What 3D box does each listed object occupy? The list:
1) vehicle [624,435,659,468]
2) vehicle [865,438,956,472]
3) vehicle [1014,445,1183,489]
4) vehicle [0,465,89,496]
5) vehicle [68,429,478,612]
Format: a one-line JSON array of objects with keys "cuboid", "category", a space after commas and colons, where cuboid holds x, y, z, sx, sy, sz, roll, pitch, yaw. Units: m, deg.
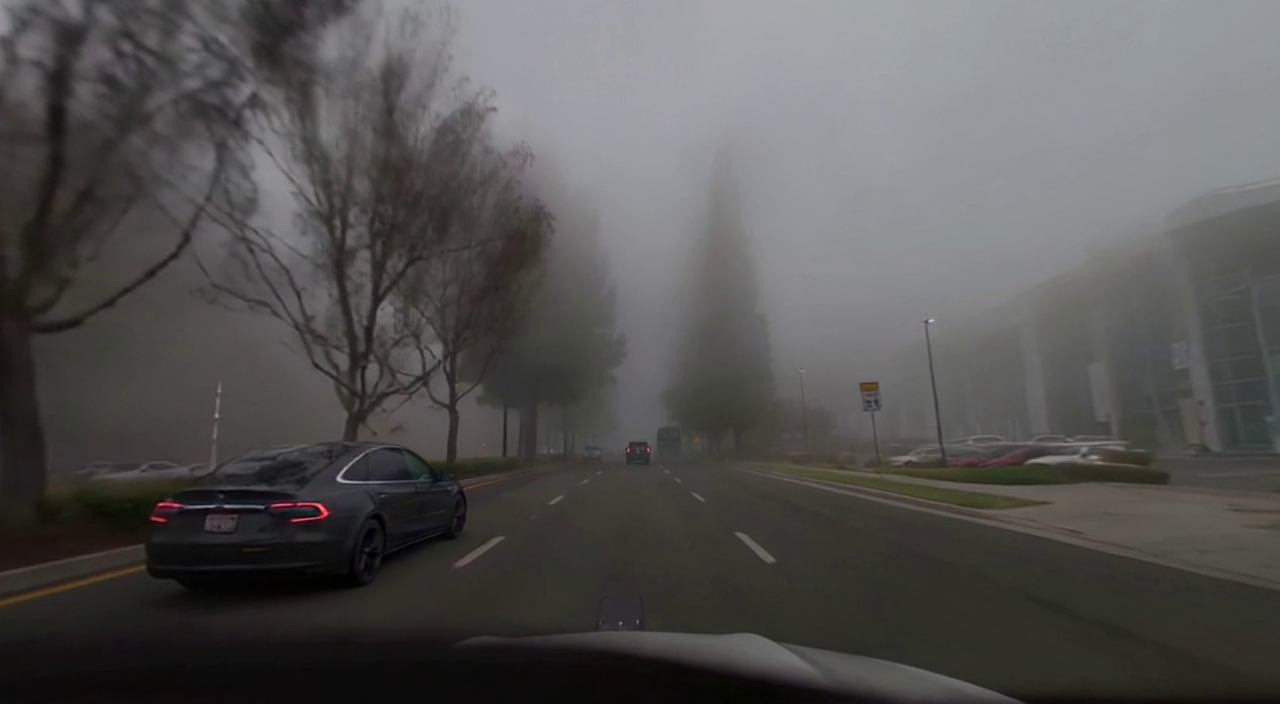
[{"cuboid": [0.050, 6.983, 44.373, 2.336, 2.122, 5.207, 0, -9, -1], "category": "vehicle"}, {"cuboid": [16.818, 6.420, 39.433, 4.520, 1.834, 2.167, -3, -10, -1], "category": "vehicle"}, {"cuboid": [16.642, 4.183, 23.111, 4.682, 1.507, 1.878, 0, -9, 0], "category": "vehicle"}, {"cuboid": [-33.759, 7.097, 35.021, 4.553, 1.621, 1.999, -1, -9, 4], "category": "vehicle"}, {"cuboid": [-3.595, 1.729, 7.497, 2.120, 1.481, 4.535, 0, -9, 0], "category": "vehicle"}]
